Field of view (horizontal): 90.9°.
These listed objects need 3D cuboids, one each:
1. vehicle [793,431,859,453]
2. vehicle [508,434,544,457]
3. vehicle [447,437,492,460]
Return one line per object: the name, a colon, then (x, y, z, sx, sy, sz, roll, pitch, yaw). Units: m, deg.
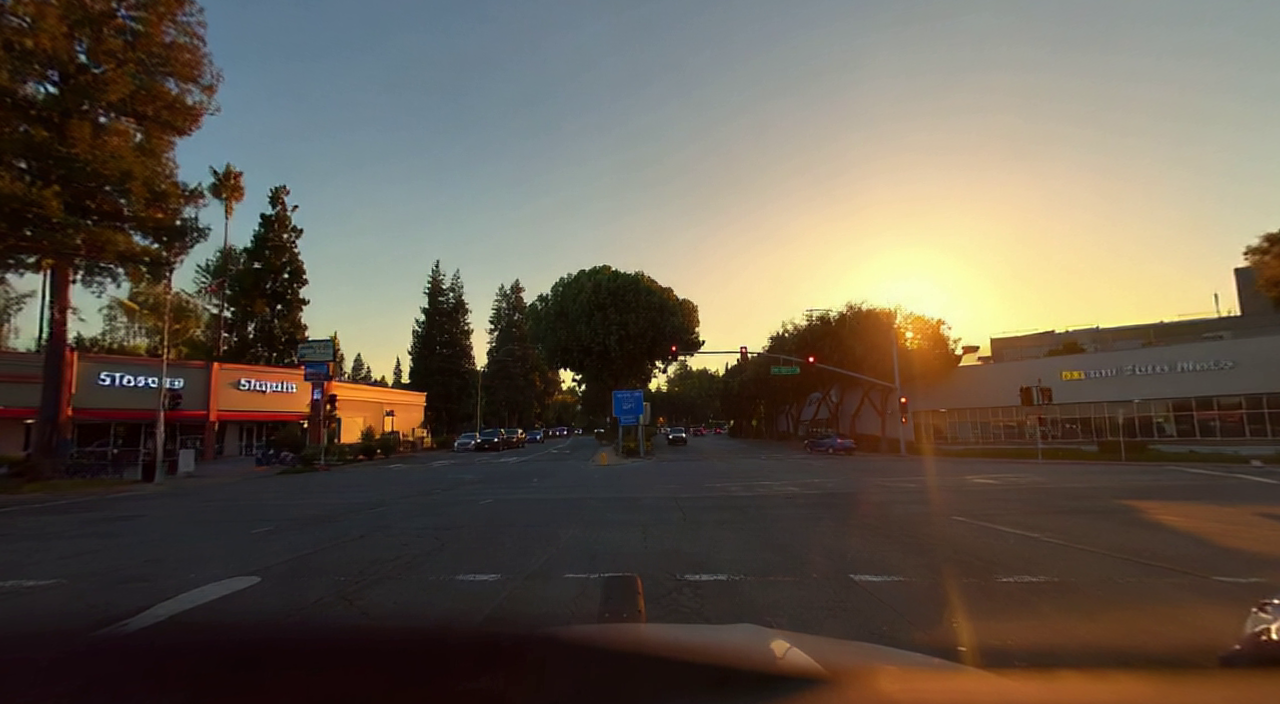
vehicle: (13.146, 6.448, 44.850, 1.781, 1.448, 4.560, 4, -10, -26)
vehicle: (-8.075, 6.664, 45.084, 1.920, 1.546, 4.086, 0, -9, -1)
vehicle: (-11.787, 6.691, 43.891, 2.111, 1.499, 4.371, 0, -9, -3)
